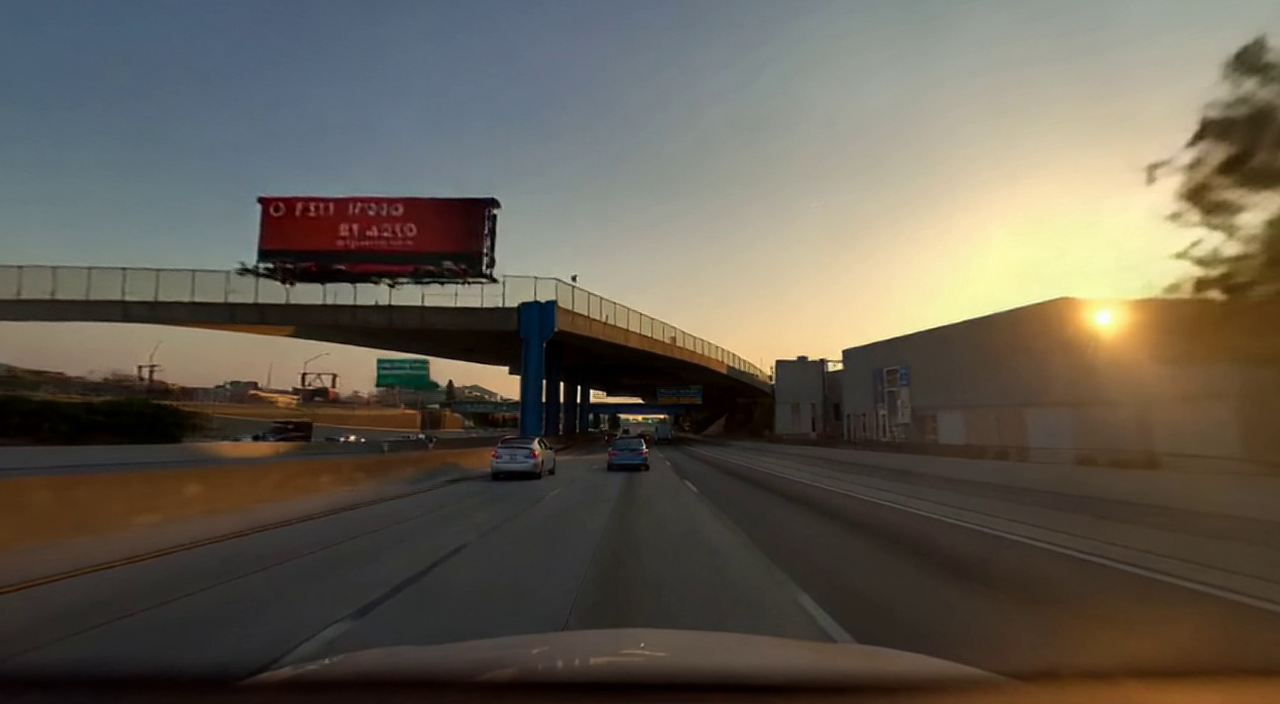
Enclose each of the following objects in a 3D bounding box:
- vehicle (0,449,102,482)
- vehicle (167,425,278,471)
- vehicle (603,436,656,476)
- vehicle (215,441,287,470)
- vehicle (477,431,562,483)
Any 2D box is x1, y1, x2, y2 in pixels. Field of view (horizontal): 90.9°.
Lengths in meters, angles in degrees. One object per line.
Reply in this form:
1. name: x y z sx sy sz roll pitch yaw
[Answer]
1. vehicle: -30.222 5.676 31.865 1.817 1.460 4.548 -1 -8 4
2. vehicle: -32.327 7.491 49.370 2.971 3.275 8.321 0 -8 -1
3. vehicle: -0.373 4.001 24.509 1.877 1.386 3.872 0 -8 0
4. vehicle: -28.711 7.641 46.776 2.051 1.965 4.929 0 -8 1
5. vehicle: -4.001 3.563 21.650 2.064 1.589 4.213 0 -8 0
